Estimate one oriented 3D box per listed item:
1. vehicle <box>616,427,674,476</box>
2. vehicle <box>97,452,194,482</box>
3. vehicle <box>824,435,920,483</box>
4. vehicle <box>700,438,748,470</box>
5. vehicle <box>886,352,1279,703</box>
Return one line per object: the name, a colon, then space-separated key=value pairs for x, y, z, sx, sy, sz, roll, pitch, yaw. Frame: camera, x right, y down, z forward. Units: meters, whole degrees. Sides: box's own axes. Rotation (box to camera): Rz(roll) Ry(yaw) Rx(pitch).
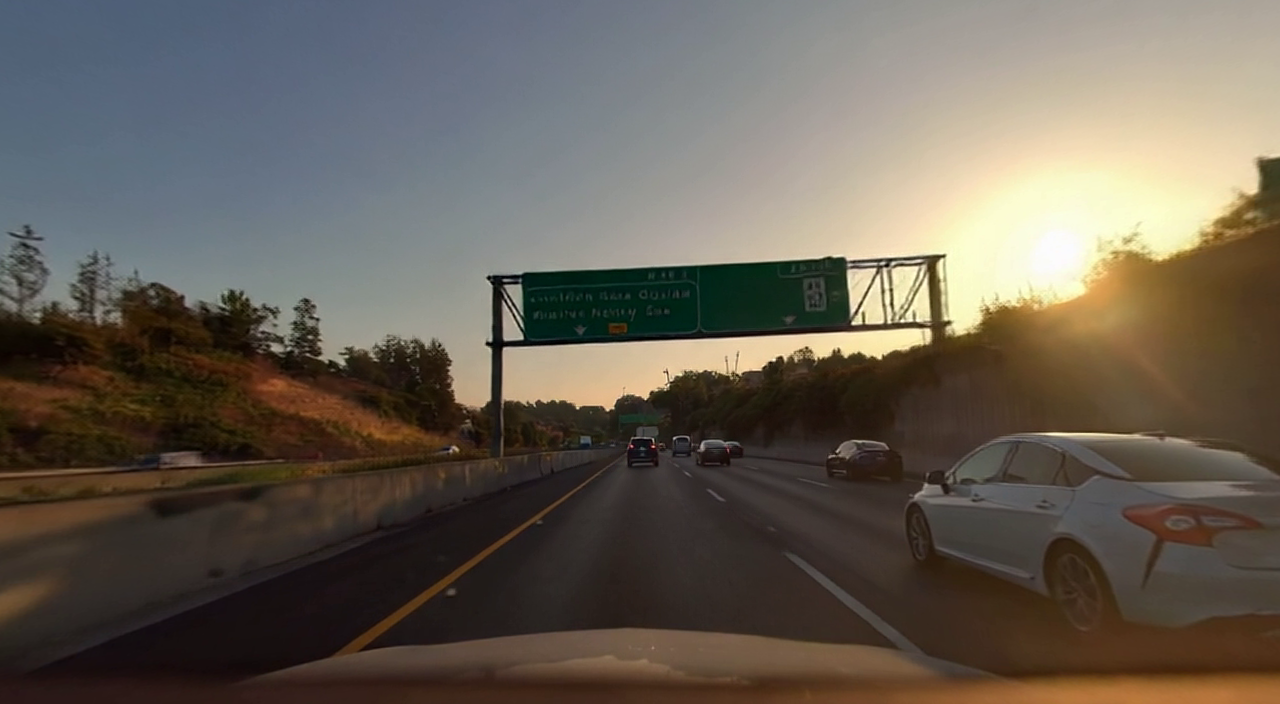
vehicle: x=0.191 y=4.091 z=26.093 sx=2.189 sy=1.852 sz=4.038 roll=0 pitch=-8 yaw=0
vehicle: x=-27.532 y=6.402 z=35.346 sx=1.938 sy=1.496 sz=4.304 roll=-1 pitch=-8 yaw=0
vehicle: x=8.057 y=3.750 z=22.359 sx=1.810 sy=1.516 sz=4.183 roll=-1 pitch=-8 yaw=0
vehicle: x=4.157 y=5.100 z=31.770 sx=1.825 sy=1.487 sz=4.034 roll=0 pitch=-8 yaw=-1
vehicle: x=3.701 y=1.124 z=4.641 sx=2.003 sy=1.661 sz=4.418 roll=-1 pitch=-8 yaw=1
